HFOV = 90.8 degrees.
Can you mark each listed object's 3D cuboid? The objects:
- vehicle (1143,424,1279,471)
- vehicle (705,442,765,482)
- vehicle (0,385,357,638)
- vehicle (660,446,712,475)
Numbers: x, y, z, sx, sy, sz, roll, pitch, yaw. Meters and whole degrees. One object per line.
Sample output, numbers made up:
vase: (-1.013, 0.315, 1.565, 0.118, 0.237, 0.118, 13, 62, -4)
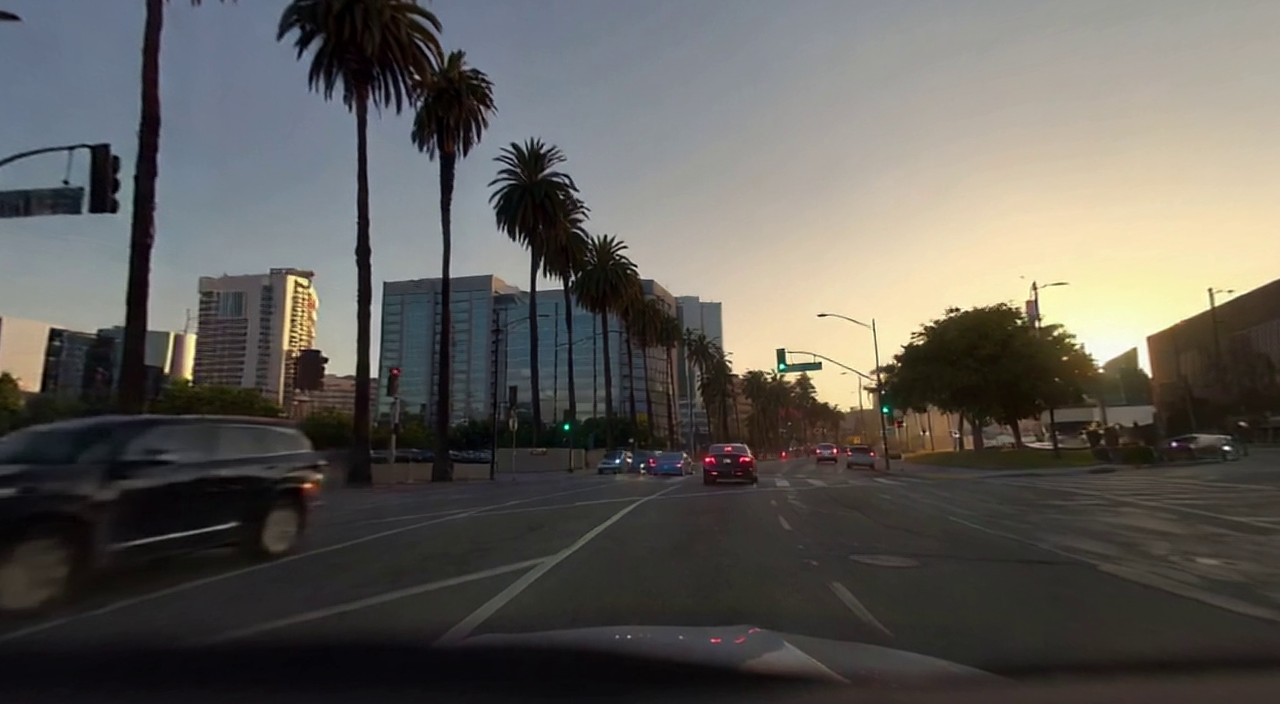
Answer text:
vehicle: (24.633, 4.039, 26.853, 5.049, 1.861, 2.081, 2, -8, -10)
vehicle: (4.005, 4.498, 26.165, 2.096, 1.492, 4.071, -2, -9, 13)
vehicle: (-5.187, 1.424, 6.568, 2.013, 1.746, 4.366, -1, -8, 7)
vehicle: (2.544, 5.848, 34.236, 2.048, 1.418, 4.177, -2, -9, 15)
